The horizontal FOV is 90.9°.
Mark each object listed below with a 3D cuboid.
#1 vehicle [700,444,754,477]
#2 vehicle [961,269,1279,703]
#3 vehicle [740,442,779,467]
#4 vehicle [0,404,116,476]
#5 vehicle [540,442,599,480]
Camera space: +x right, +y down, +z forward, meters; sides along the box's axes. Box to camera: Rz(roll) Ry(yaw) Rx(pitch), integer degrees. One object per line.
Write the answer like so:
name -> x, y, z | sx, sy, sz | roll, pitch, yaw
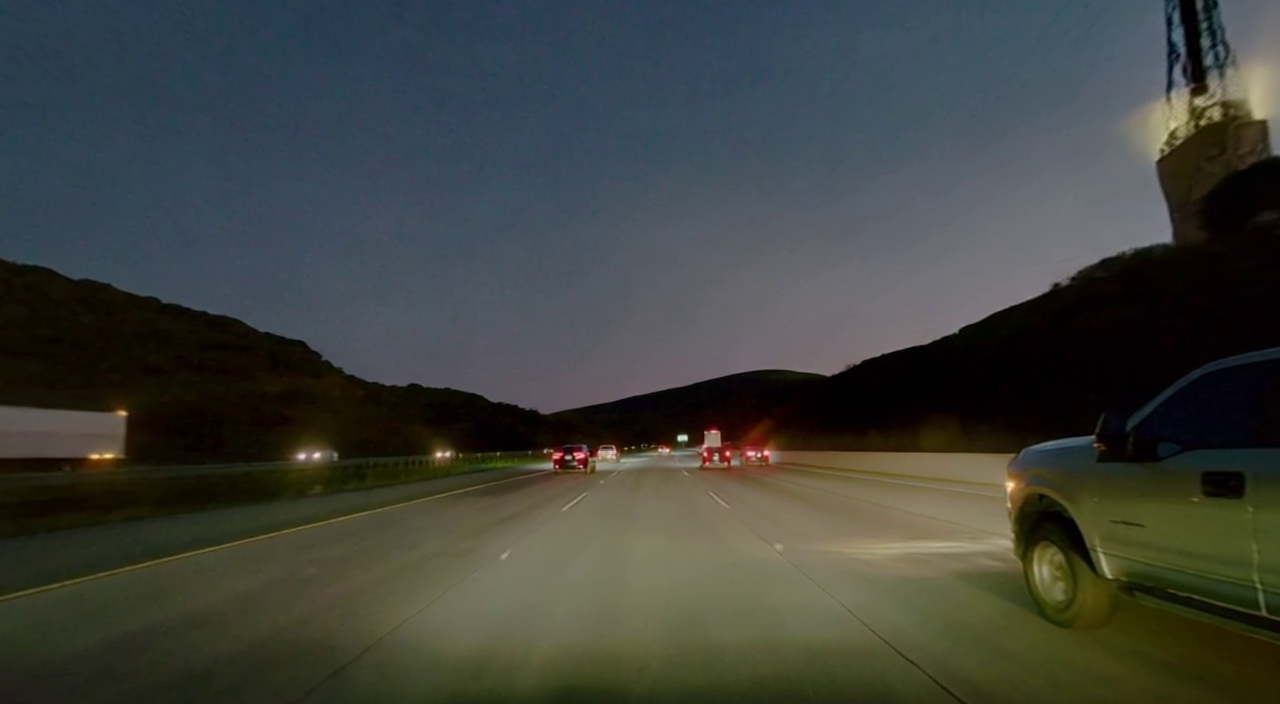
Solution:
vehicle -> 4.183, 5.299, 31.152 | 2.046, 1.471, 4.333 | 0, -8, 0
vehicle -> 3.435, 0.611, 2.048 | 2.098, 1.925, 5.171 | 0, -8, 1
vehicle -> 8.560, 7.384, 45.604 | 1.986, 1.633, 4.430 | 0, -8, 0
vehicle -> -38.287, 5.025, 36.075 | 2.910, 4.089, 15.404 | -1, -8, 2
vehicle -> -3.283, 5.173, 30.255 | 2.113, 1.636, 4.494 | -1, -8, 2
